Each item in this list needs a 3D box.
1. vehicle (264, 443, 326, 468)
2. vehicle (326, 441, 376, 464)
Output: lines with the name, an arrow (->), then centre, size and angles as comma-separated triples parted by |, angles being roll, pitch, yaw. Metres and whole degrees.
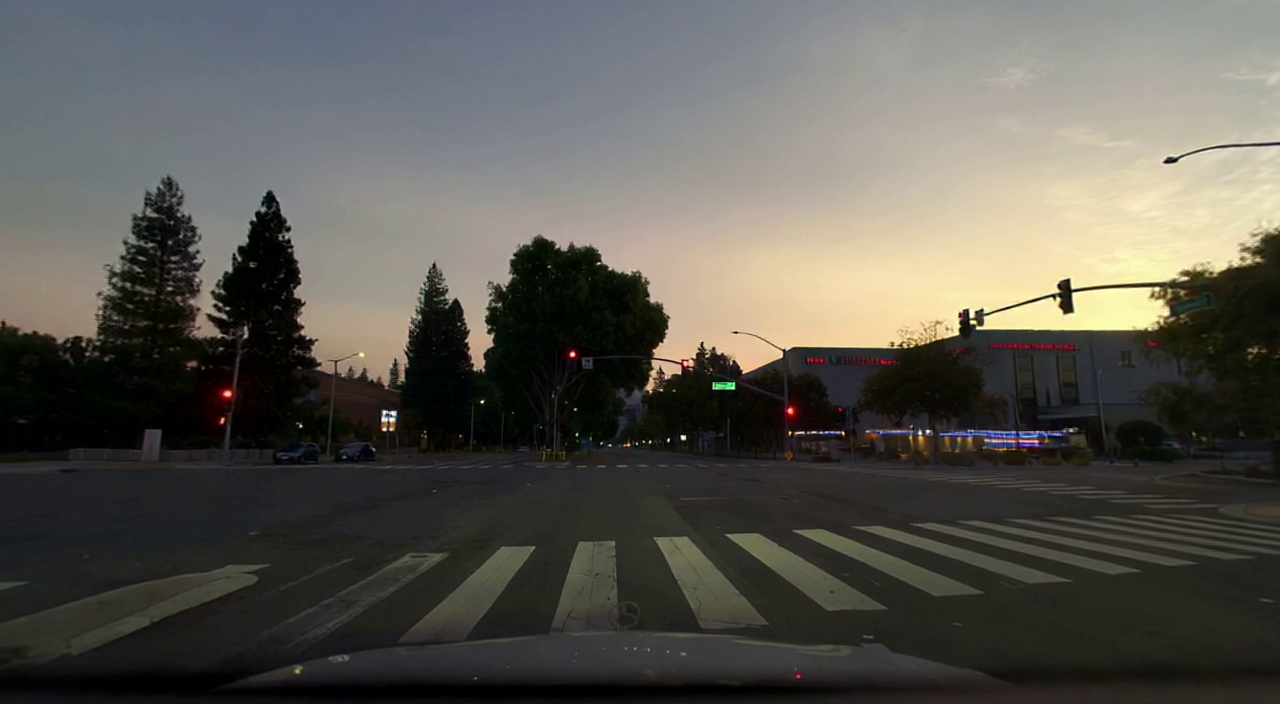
vehicle -> -21.835, 6.555, 40.158 | 2.005, 1.496, 4.020 | 1, -9, -6
vehicle -> -22.471, 7.818, 49.308 | 2.023, 1.706, 4.756 | 1, -9, -6
